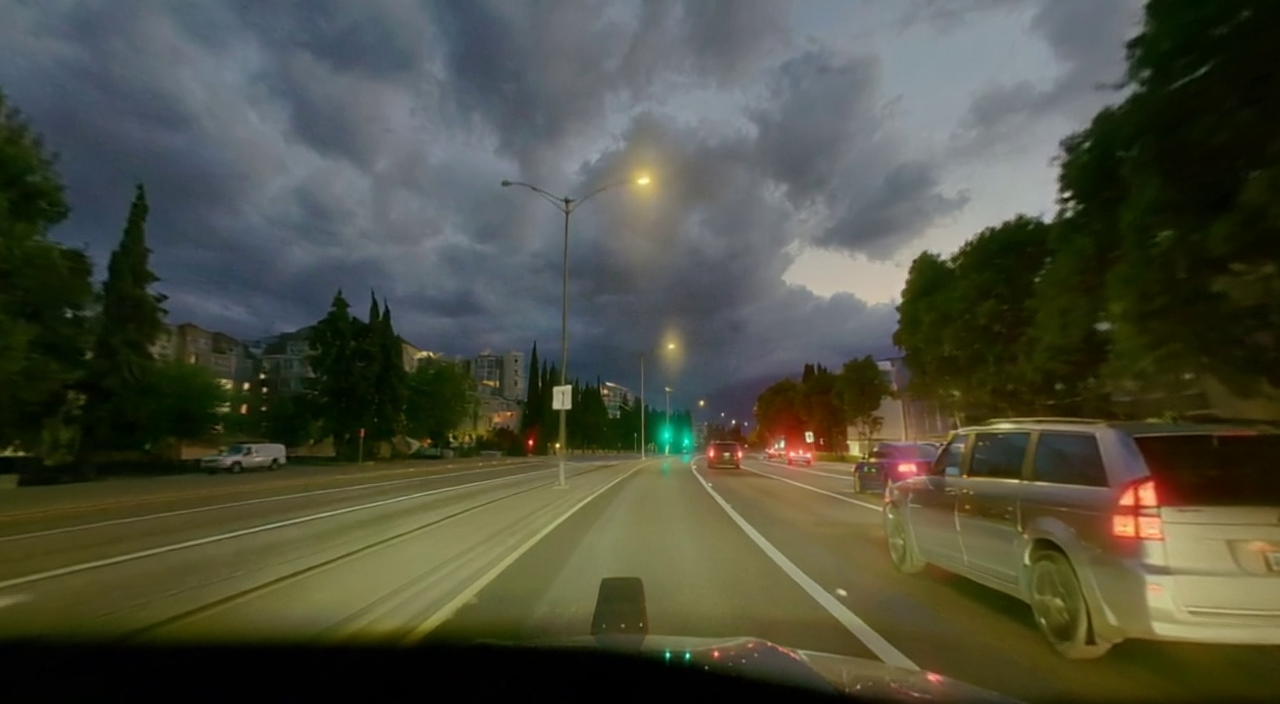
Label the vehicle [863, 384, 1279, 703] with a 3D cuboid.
[{"bbox_3d":[3.371,1.243,4.804,1.901,1.634,3.952,-1,-8,1],"label":"vehicle"}]

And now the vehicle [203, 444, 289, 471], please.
[{"bbox_3d":[-26.007,6.972,41.686,4.378,1.744,1.981,-1,-8,6],"label":"vehicle"}]

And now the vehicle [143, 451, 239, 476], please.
[{"bbox_3d":[-26.634,6.603,37.415,4.384,1.416,1.969,-2,-8,8],"label":"vehicle"}]

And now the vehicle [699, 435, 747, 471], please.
[{"bbox_3d":[4.524,5.578,35.021,2.154,1.844,4.634,-1,-8,2],"label":"vehicle"}]

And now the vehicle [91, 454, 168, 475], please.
[{"bbox_3d":[-39.067,8.614,48.372,1.868,1.416,4.483,-2,-8,8],"label":"vehicle"}]
